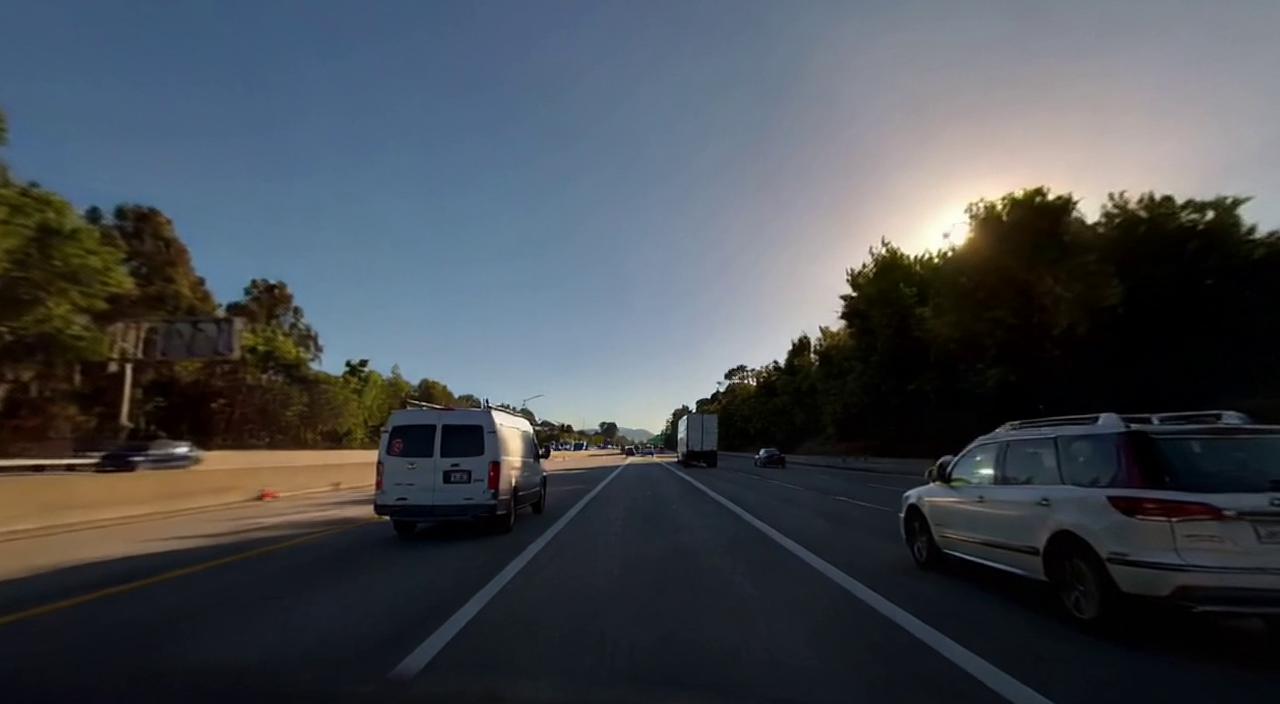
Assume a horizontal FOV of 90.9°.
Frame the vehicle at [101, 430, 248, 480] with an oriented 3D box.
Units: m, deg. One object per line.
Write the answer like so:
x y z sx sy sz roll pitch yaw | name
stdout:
-17.913 3.983 24.680 1.925 1.719 5.092 0 -8 -1 | vehicle

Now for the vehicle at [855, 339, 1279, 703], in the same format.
3.771 1.205 5.270 2.209 1.862 4.717 0 -8 -1 | vehicle

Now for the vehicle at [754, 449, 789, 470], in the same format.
9.956 8.168 48.099 1.929 1.470 4.466 0 -8 3 | vehicle

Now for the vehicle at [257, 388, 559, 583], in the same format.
-2.650 1.712 9.000 2.159 1.922 5.345 0 -8 1 | vehicle

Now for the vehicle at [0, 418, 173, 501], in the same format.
-15.243 2.770 16.614 1.979 1.846 4.934 0 -8 1 | vehicle
